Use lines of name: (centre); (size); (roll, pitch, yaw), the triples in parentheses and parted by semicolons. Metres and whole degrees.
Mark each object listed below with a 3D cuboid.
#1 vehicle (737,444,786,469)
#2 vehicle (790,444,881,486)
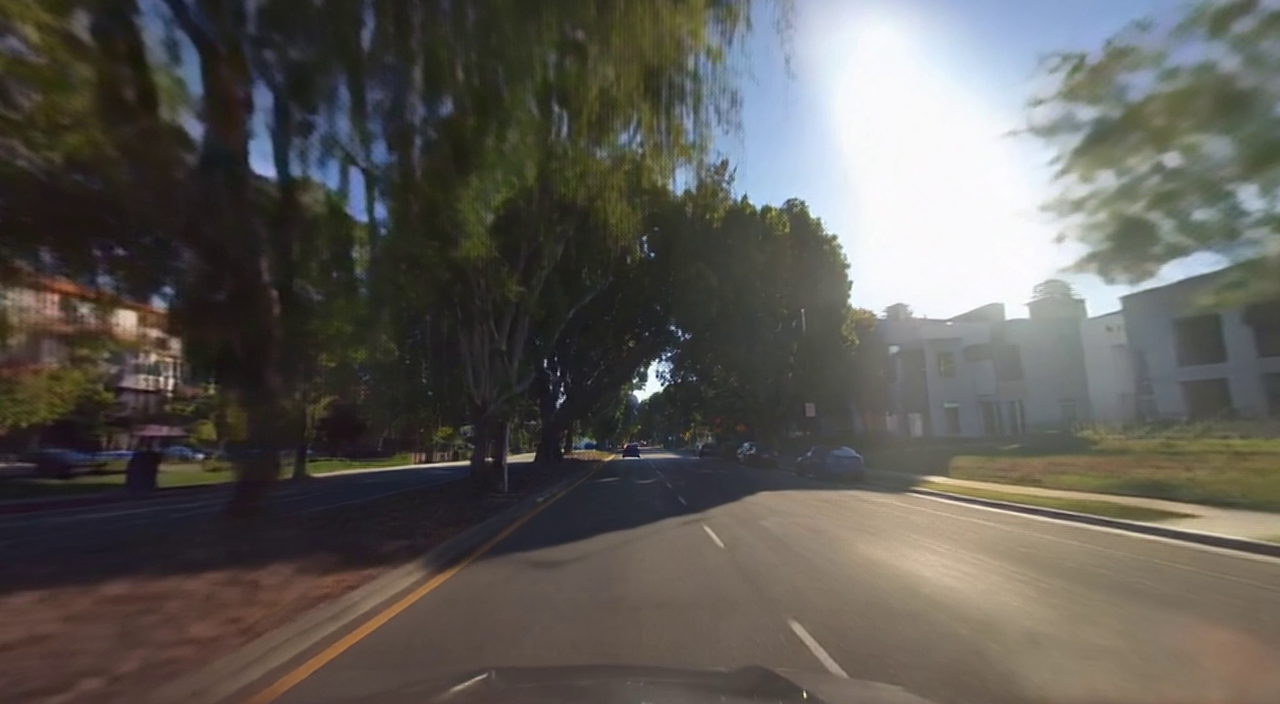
vehicle: (7.428, 6.434, 39.110); (2.024, 1.447, 4.665); (0, -8, -1)
vehicle: (7.435, 4.316, 24.546); (1.991, 1.446, 4.685); (0, -8, -1)
